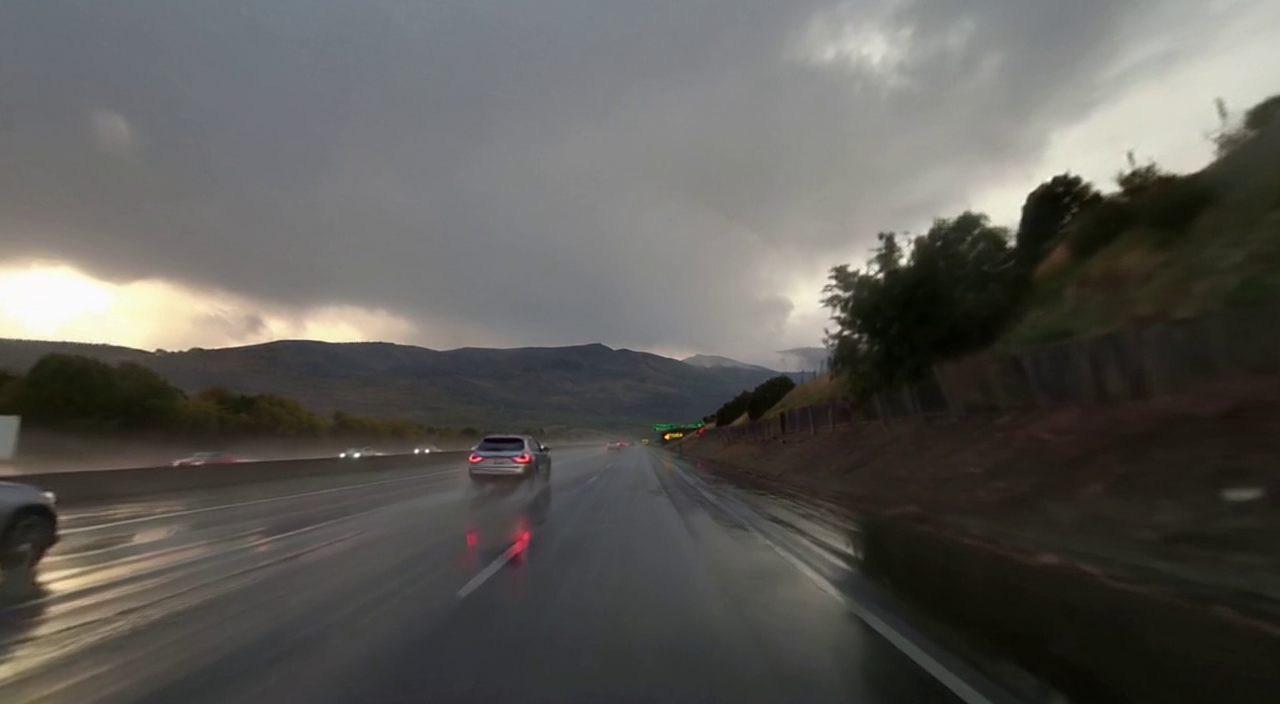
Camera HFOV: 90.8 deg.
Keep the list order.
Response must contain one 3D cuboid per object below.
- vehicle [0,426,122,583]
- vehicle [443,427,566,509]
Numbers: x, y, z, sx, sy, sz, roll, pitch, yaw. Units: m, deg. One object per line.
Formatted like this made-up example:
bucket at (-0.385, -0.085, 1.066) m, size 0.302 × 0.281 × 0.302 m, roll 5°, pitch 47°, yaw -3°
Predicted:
vehicle at (-7.203, 1.357, 5.259) m, size 1.930 × 1.508 × 4.567 m, roll 0°, pitch -8°, yaw -1°
vehicle at (-3.223, 2.876, 16.141) m, size 2.029 × 1.753 × 4.718 m, roll 0°, pitch -8°, yaw 1°
